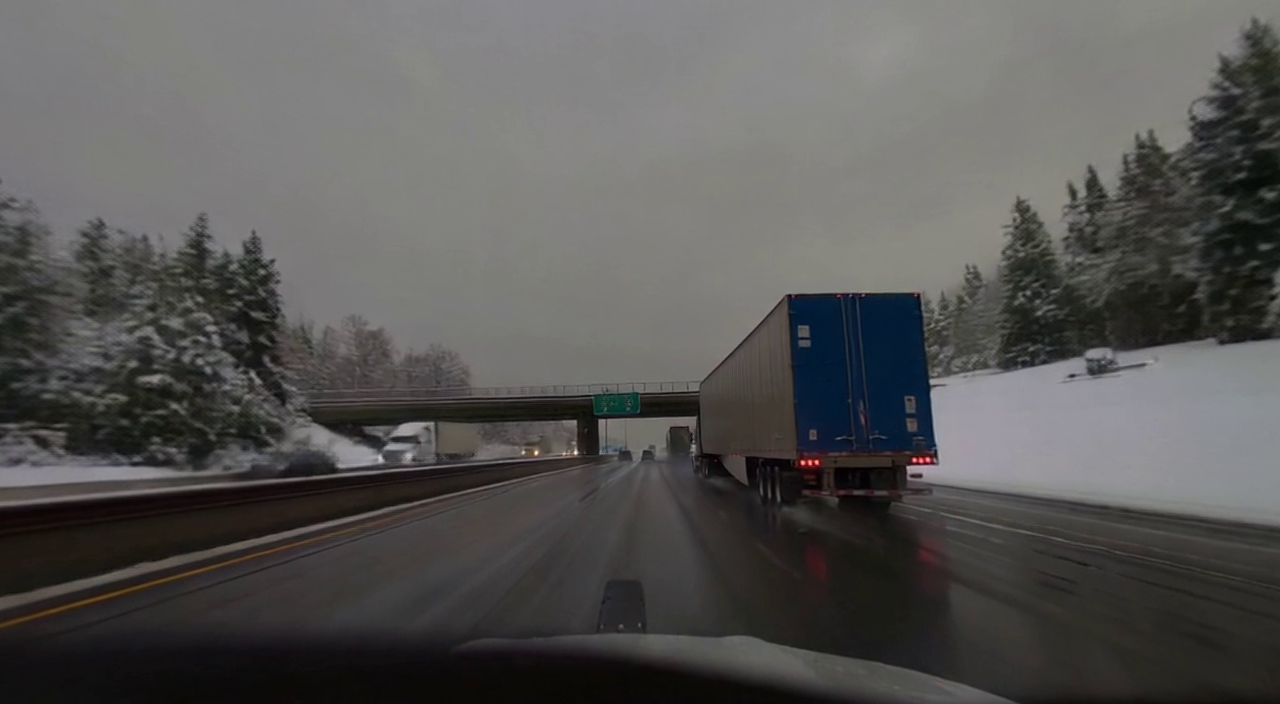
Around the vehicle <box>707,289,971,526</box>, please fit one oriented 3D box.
[{"bbox_3d":[4.094,1.996,17.833,2.825,4.054,14.210,0,-9,0],"label":"vehicle"}]

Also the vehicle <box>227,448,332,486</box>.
[{"bbox_3d":[-14.725,4.698,26.058,1.923,1.444,4.006,0,-9,1],"label":"vehicle"}]
